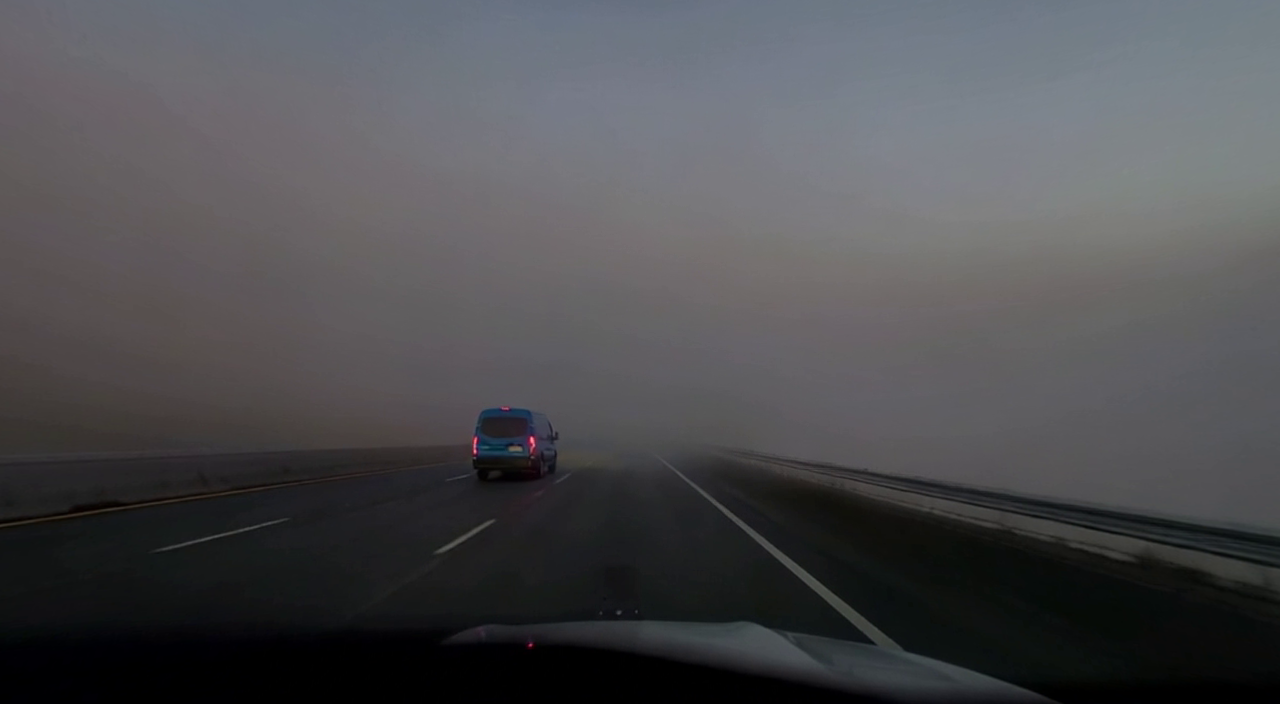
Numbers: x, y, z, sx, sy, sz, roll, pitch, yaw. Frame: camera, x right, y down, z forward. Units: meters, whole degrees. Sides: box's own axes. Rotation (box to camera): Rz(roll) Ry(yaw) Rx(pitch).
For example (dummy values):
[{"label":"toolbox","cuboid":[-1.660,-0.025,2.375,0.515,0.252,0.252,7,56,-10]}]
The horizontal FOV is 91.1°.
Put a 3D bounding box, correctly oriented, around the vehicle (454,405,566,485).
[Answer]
[{"label":"vehicle","cuboid":[-3.639,2.730,18.671,2.309,2.053,4.884,0,-8,0]}]
